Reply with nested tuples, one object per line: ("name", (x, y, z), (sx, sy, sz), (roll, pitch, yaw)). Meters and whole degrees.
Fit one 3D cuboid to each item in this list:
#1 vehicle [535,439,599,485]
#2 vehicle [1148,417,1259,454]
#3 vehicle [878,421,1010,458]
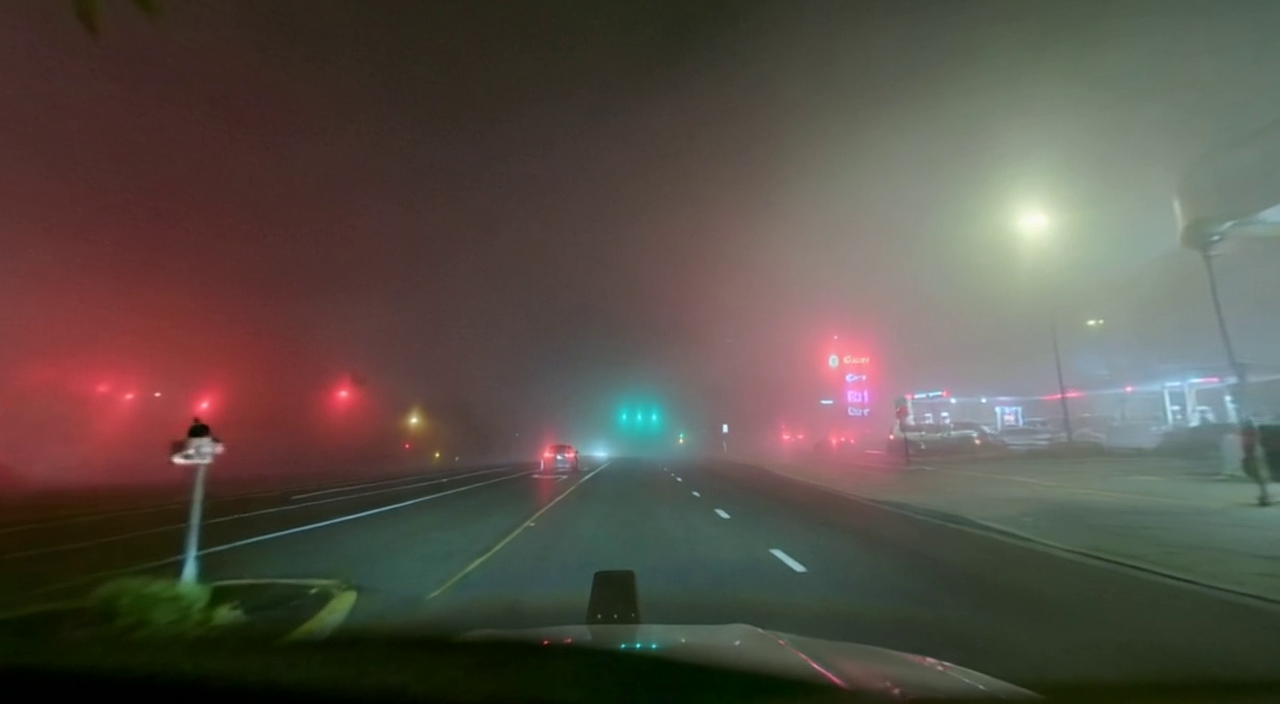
("vehicle", (-2.747, 4.028, 23.478), (2.073, 1.525, 4.809), (1, -9, -8))
("vehicle", (27.284, 4.075, 30.666), (3.685, 1.459, 1.685), (3, -12, 1))
("vehicle", (14.463, 4.202, 30.296), (5.317, 1.700, 1.901), (0, -9, 0))
